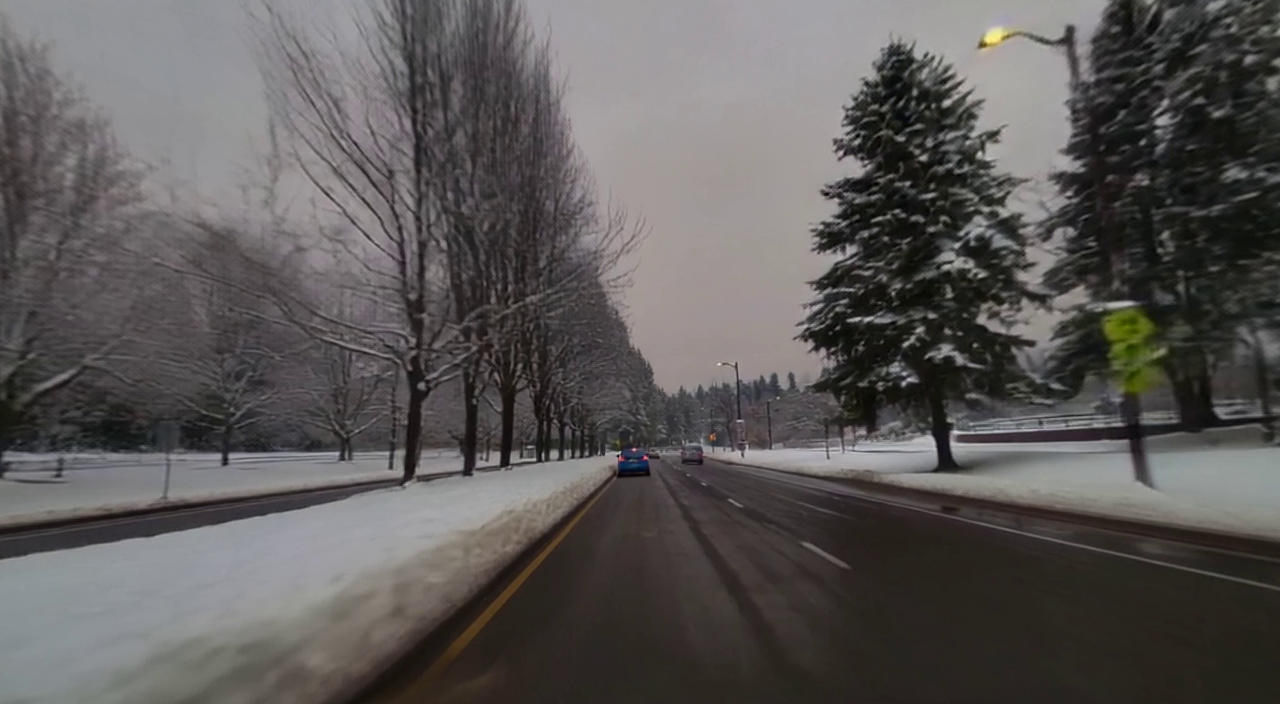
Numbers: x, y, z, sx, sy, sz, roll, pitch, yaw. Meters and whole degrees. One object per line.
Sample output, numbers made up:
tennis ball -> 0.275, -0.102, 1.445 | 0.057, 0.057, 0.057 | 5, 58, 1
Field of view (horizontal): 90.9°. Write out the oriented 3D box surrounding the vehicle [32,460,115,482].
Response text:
vehicle -> -42.856, 9.009, 47.798 | 4.308, 1.521, 2.025 | -1, -8, 0

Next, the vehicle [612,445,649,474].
vehicle -> -0.544, 6.105, 36.157 | 1.978, 1.499, 3.915 | -1, -8, -1

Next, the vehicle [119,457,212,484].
vehicle -> -30.208, 7.539, 40.248 | 4.392, 1.602, 1.860 | -1, -8, 1
